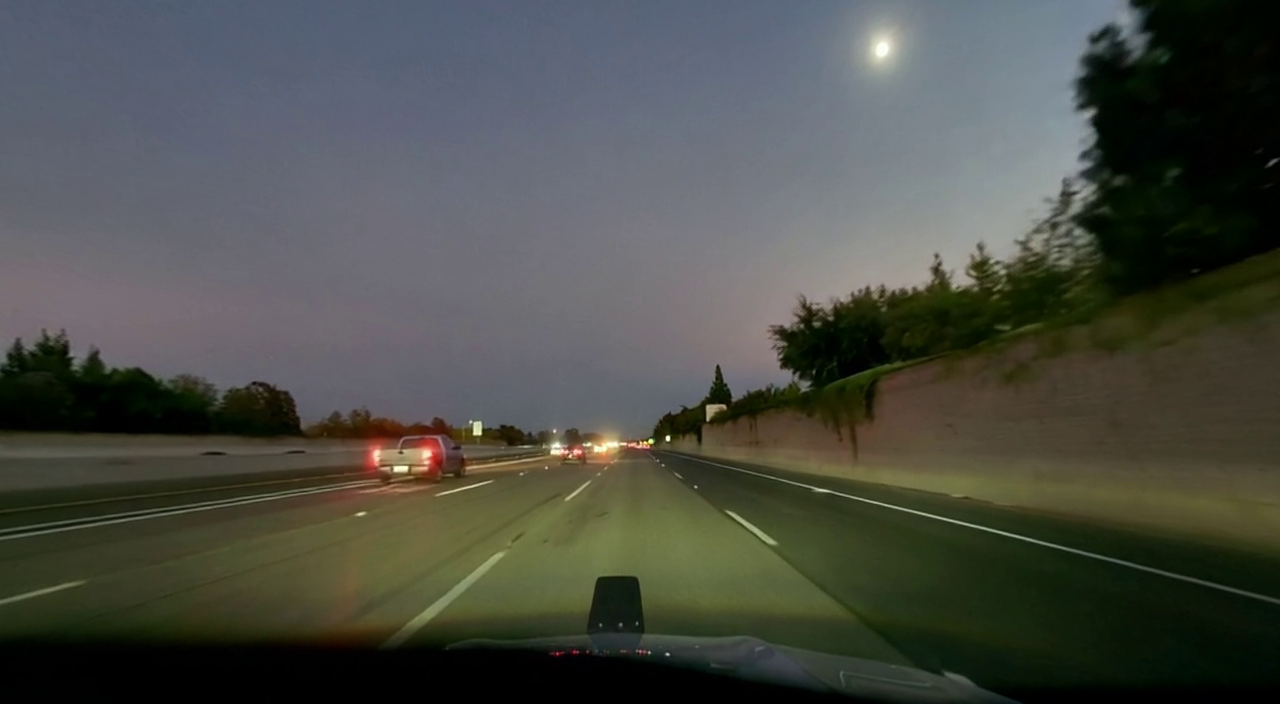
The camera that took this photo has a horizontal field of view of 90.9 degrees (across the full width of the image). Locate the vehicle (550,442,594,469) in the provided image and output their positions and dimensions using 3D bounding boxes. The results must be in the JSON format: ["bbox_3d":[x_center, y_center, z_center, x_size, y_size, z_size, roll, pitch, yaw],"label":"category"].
[{"bbox_3d":[-3.946,6.050,37.158,2.106,1.452,4.525,0,-8,0],"label":"vehicle"}]

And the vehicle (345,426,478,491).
[{"bbox_3d":[-7.688,3.658,22.145,2.351,1.922,6.335,0,-8,0],"label":"vehicle"}]

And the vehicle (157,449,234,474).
[{"bbox_3d":[-29.241,7.193,41.637,1.798,1.475,4.485,0,-8,0],"label":"vehicle"}]

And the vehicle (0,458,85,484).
[{"bbox_3d":[-36.787,7.236,38.504,1.801,1.408,4.319,0,-8,0],"label":"vehicle"}]
